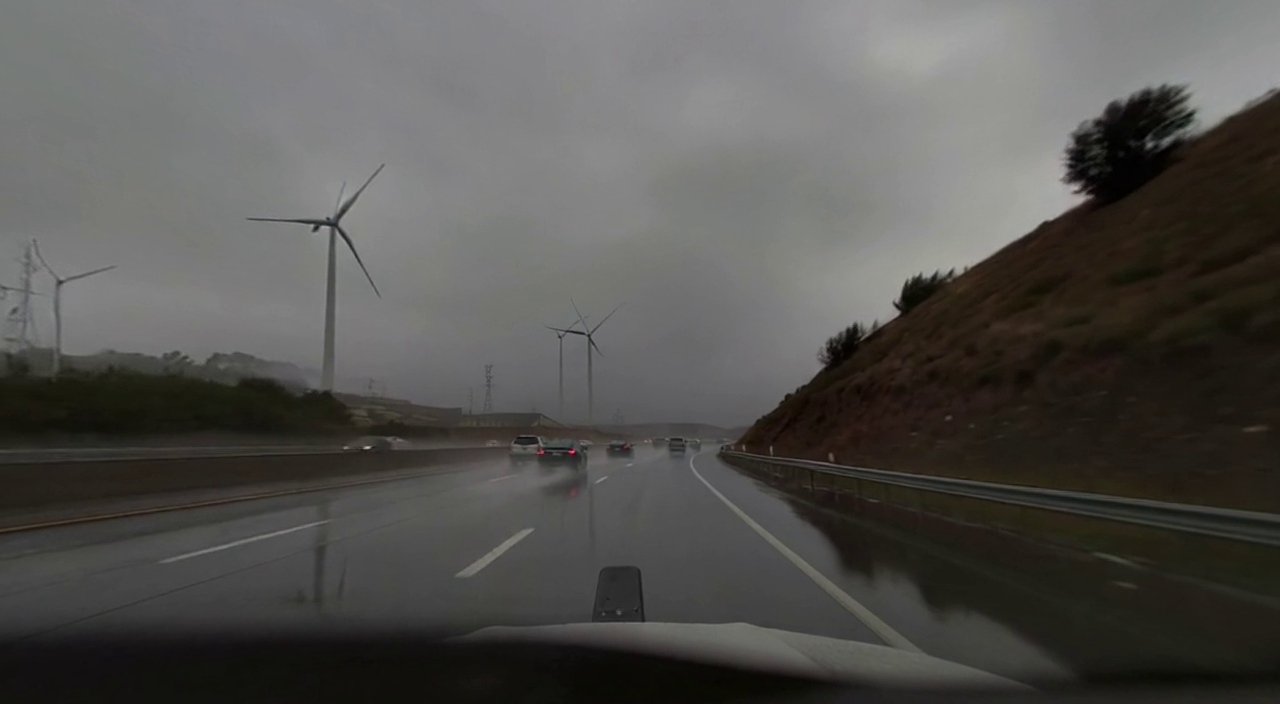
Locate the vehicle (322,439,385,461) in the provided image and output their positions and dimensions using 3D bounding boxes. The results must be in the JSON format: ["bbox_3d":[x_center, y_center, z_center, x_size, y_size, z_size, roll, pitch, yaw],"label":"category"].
[{"bbox_3d":[-19.845,6.788,43.836,2.135,1.441,4.228,0,-9,4],"label":"vehicle"}]

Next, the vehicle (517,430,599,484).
[{"bbox_3d":[-2.760,3.673,22.257,2.118,1.702,4.355,0,-8,3],"label":"vehicle"}]
